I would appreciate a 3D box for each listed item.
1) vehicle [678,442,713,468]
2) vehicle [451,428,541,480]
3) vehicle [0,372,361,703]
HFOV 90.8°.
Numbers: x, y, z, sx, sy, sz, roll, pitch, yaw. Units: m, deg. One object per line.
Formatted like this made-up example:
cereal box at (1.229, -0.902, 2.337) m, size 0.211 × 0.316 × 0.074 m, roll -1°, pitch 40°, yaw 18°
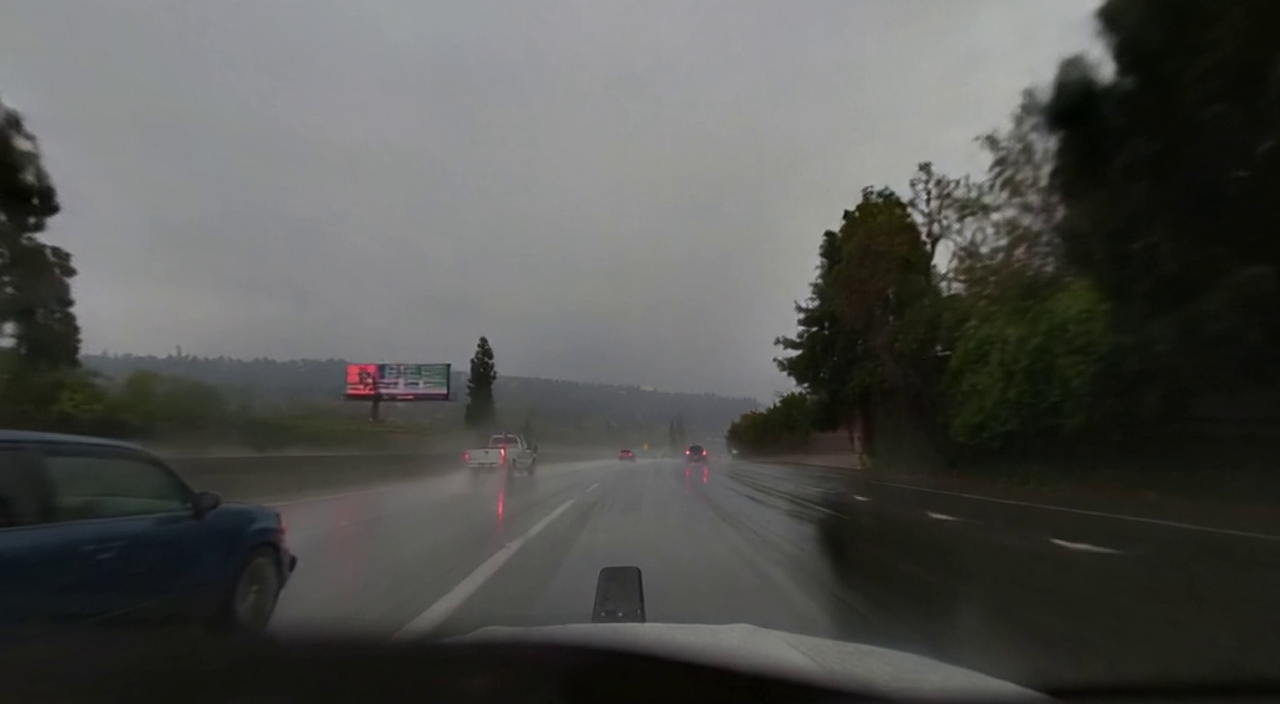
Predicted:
vehicle at (4.031, 7.567, 46.675) m, size 2.211 × 1.814 × 4.404 m, roll 0°, pitch -9°, yaw 0°
vehicle at (-6.167, 4.487, 27.982) m, size 2.383 × 2.048 × 5.875 m, roll 0°, pitch -9°, yaw 2°
vehicle at (-3.200, 0.870, 2.432) m, size 2.192 × 1.482 × 4.454 m, roll 0°, pitch -9°, yaw 0°
